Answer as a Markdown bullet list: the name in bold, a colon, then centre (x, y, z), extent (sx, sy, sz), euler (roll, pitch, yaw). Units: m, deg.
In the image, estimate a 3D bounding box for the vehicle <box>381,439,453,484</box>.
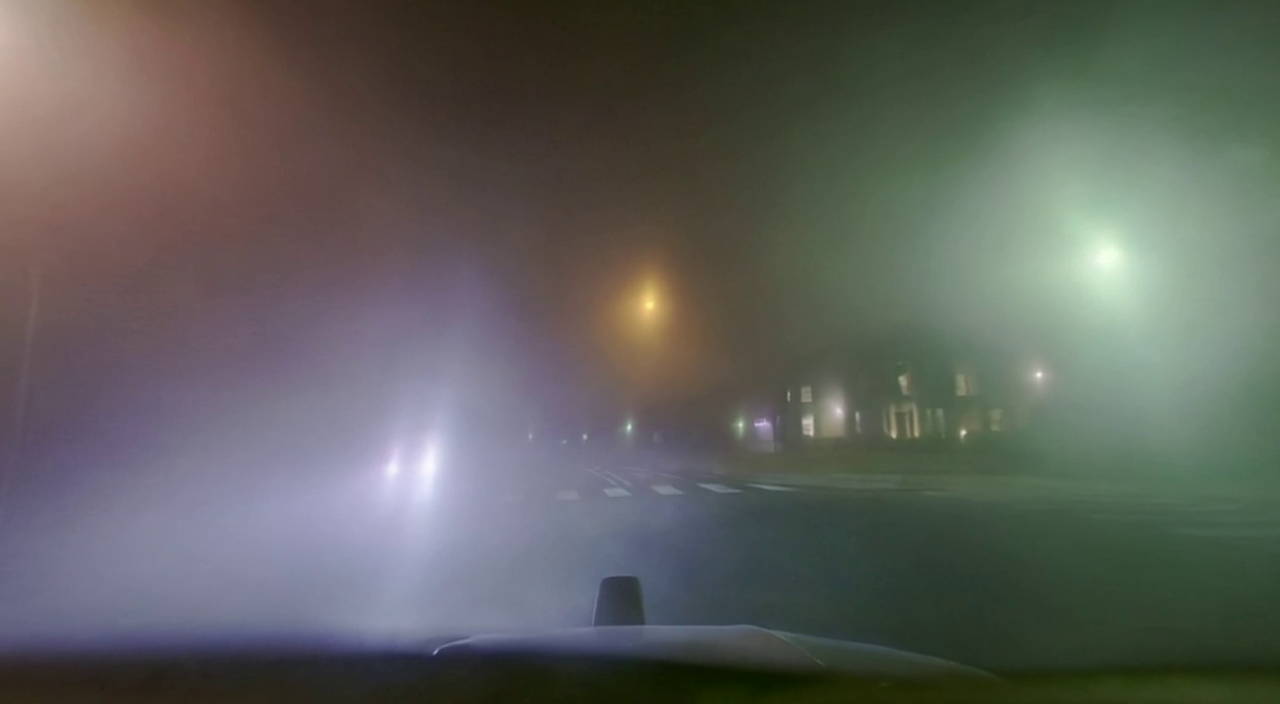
- **vehicle**: centre (-9.950, 4.902, 28.584), extent (2.247, 1.801, 4.672), euler (1, -9, -9)
